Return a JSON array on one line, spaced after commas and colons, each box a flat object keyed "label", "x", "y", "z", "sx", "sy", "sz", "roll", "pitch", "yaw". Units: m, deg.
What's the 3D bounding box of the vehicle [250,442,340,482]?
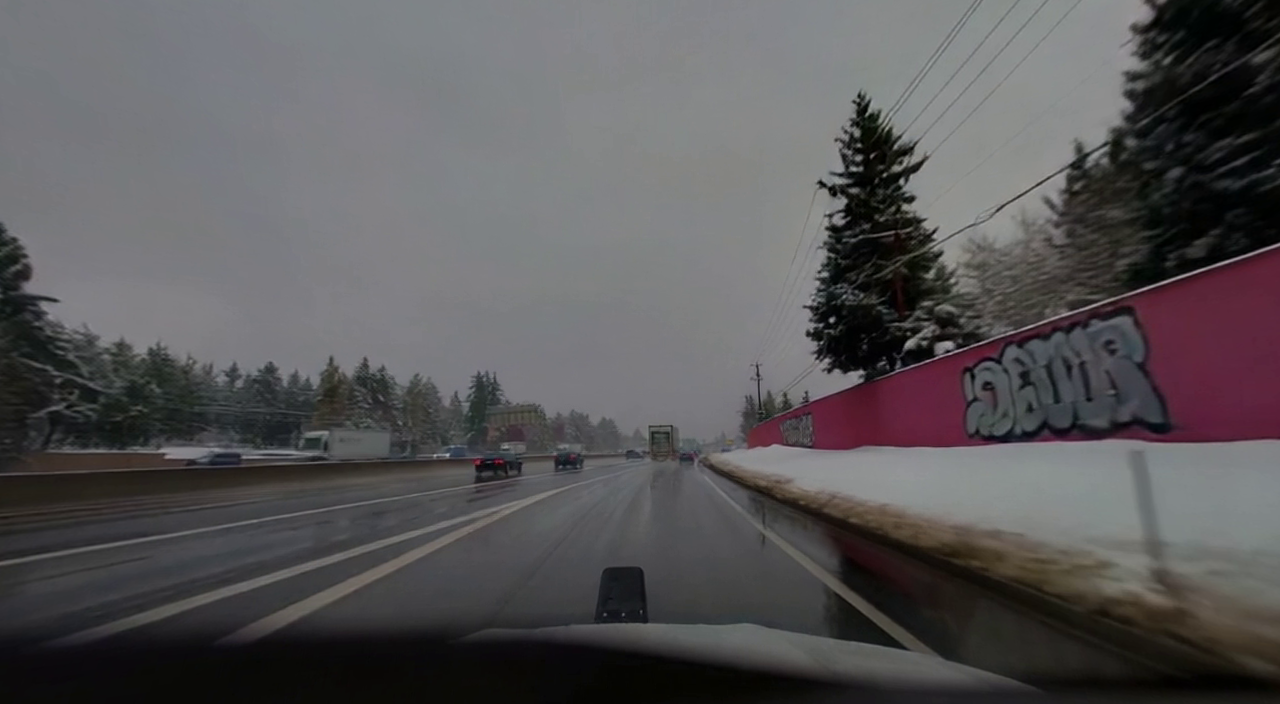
[{"label": "vehicle", "x": -23.009, "y": 7.346, "z": 42.367, "sx": 2.521, "sy": 2.525, "sz": 5.345, "roll": -2, "pitch": -9, "yaw": 7}]

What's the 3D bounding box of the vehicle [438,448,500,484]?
[{"label": "vehicle", "x": -7.440, "y": 4.974, "z": 27.659, "sx": 1.708, "sy": 1.489, "sz": 2.840, "roll": -1, "pitch": -9, "yaw": 6}]

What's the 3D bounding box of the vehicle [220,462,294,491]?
[{"label": "vehicle", "x": -20.009, "y": 6.510, "z": 33.068, "sx": 1.551, "sy": 1.343, "sz": 3.308, "roll": -1, "pitch": -9, "yaw": 6}]

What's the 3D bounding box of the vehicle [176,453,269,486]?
[{"label": "vehicle", "x": -23.676, "y": 6.648, "z": 35.943, "sx": 2.075, "sy": 1.694, "sz": 4.379, "roll": -1, "pitch": -9, "yaw": 4}]
